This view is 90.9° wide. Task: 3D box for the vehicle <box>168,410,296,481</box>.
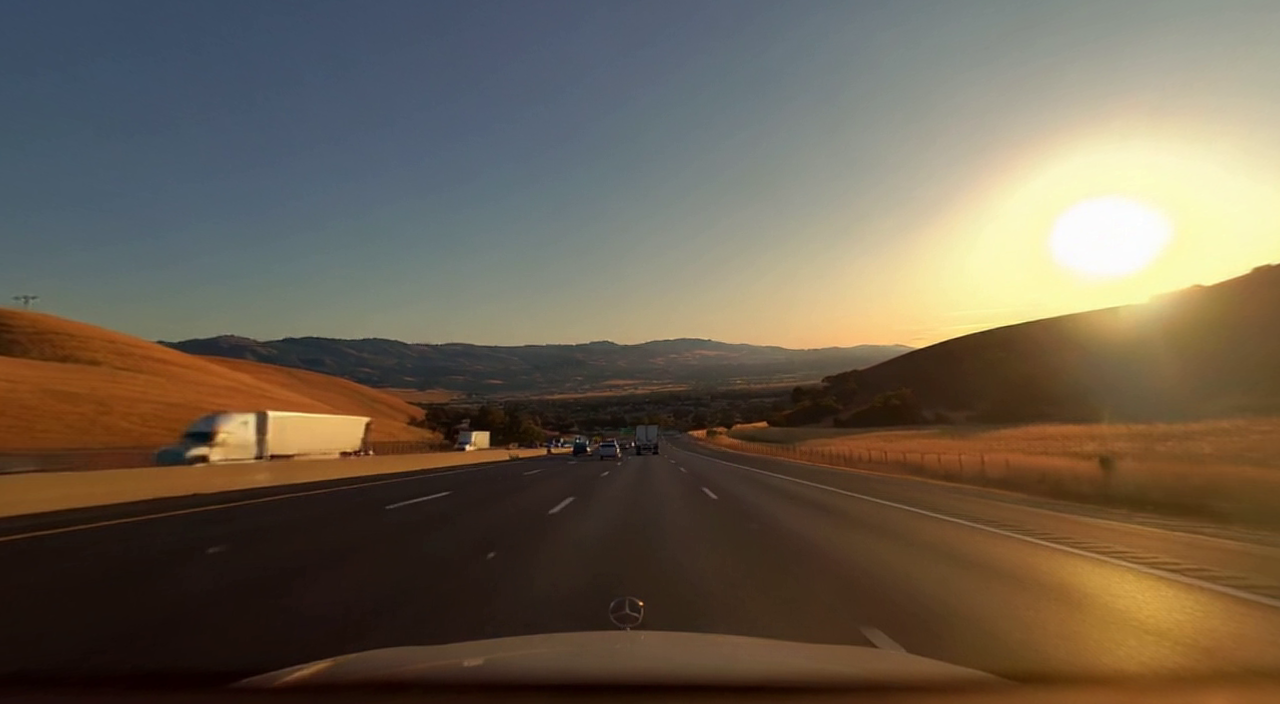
[{"bbox_3d":[-24.755,5.740,38.853,3.008,3.898,7.060,0,-8,0],"label":"vehicle"}]
